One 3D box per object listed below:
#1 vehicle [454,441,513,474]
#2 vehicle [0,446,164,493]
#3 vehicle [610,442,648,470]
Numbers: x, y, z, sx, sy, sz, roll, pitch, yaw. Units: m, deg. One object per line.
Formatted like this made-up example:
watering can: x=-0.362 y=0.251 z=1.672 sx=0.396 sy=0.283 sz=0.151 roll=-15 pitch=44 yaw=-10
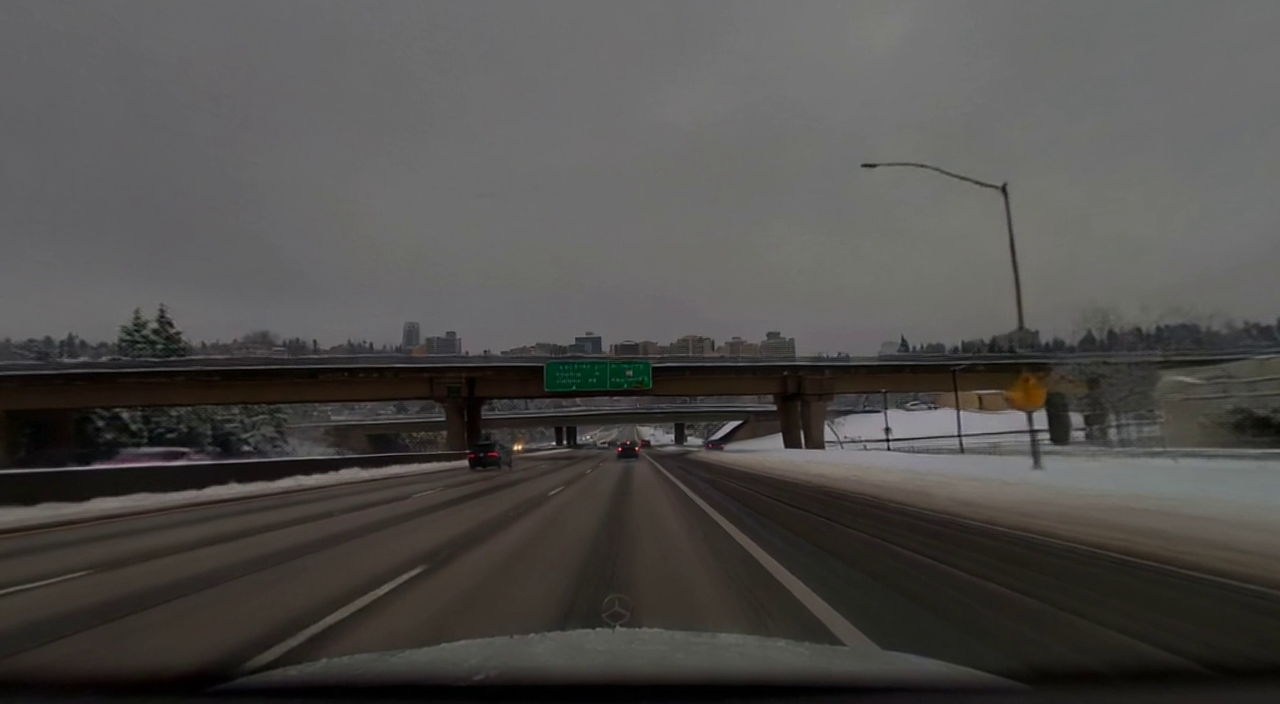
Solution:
vehicle: x=-7.995 y=5.421 z=32.680 sx=1.957 sy=1.554 sz=4.350 roll=0 pitch=-8 yaw=-1
vehicle: x=-20.510 y=4.275 z=23.472 sx=1.971 sy=1.475 sz=4.681 roll=0 pitch=-8 yaw=0
vehicle: x=-0.654 y=5.751 z=35.157 sx=2.012 sy=1.471 sz=4.059 roll=0 pitch=-8 yaw=-2
